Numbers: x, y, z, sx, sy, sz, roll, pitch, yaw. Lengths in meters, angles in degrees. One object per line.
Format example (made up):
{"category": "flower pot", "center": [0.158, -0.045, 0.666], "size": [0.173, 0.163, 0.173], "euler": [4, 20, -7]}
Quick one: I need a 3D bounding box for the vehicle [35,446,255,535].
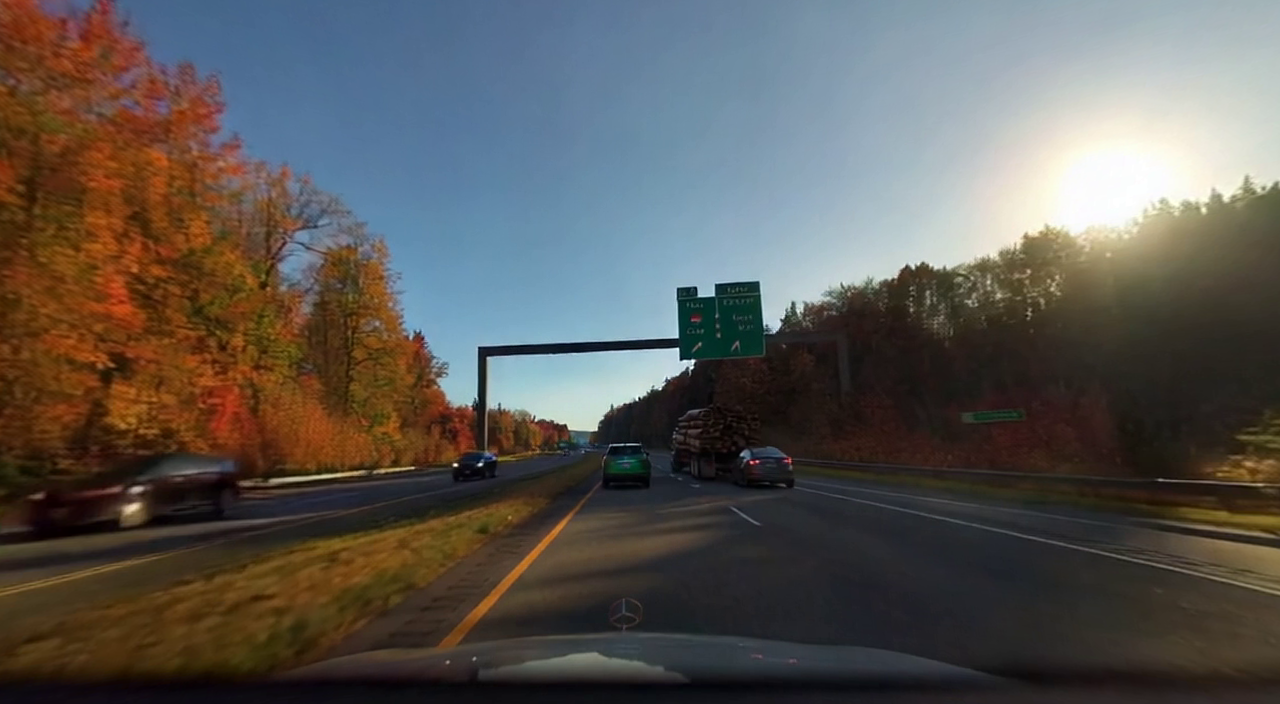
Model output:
{"category": "vehicle", "center": [-13.381, 3.693, 17.485], "size": [2.215, 2.079, 4.694], "euler": [-1, -9, 0]}

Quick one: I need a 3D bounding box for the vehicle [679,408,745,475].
{"category": "vehicle", "center": [4.522, 5.922, 41.112], "size": [3.125, 3.895, 8.461], "euler": [0, -9, -1]}

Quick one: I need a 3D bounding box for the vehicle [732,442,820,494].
{"category": "vehicle", "center": [4.774, 4.125, 22.719], "size": [2.057, 1.660, 4.525], "euler": [0, -9, -1]}

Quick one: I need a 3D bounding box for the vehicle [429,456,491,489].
{"category": "vehicle", "center": [-9.249, 6.188, 32.503], "size": [2.075, 1.516, 3.955], "euler": [0, -9, 0]}

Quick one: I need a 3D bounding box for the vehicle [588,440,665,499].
{"category": "vehicle", "center": [-0.435, 3.784, 20.558], "size": [2.263, 1.699, 3.936], "euler": [0, -9, -1]}
